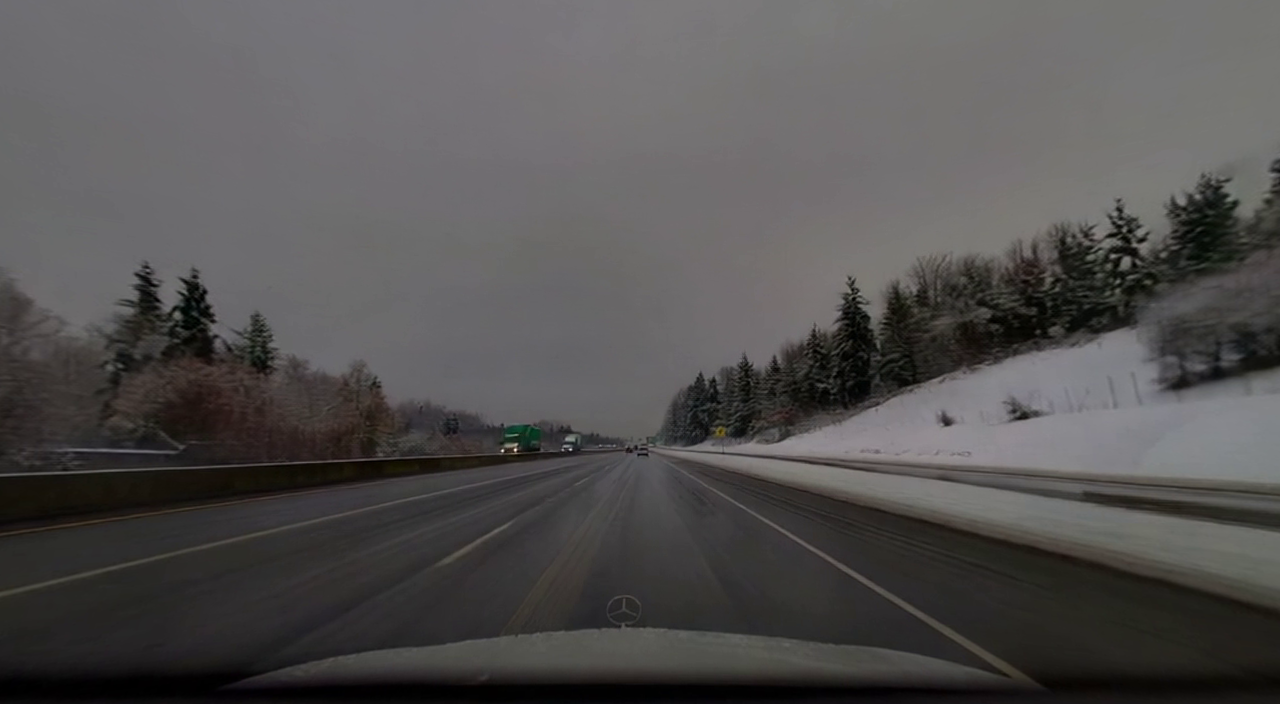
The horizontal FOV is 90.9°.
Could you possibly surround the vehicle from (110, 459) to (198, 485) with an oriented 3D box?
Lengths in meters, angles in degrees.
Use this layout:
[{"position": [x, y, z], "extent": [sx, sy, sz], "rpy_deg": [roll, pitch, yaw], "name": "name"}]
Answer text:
[{"position": [-30.170, 7.412, 39.310], "extent": [1.926, 1.425, 4.613], "rpy_deg": [0, -9, -3], "name": "vehicle"}]
